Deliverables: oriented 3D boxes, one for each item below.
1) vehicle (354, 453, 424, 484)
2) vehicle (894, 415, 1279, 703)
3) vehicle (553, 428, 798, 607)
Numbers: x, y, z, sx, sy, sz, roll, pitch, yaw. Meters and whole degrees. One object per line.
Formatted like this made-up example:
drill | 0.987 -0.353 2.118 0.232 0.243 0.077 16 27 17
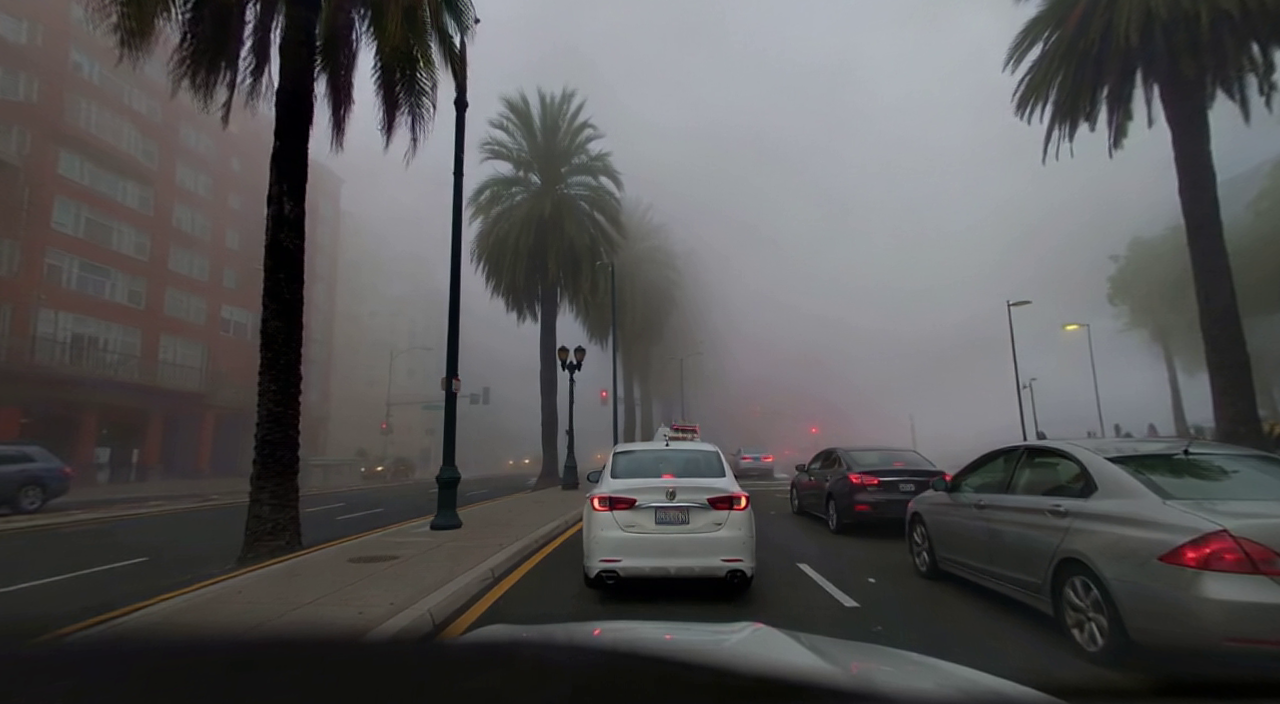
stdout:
vehicle | -14.154 6.564 35.861 1.801 1.563 4.015 -2 -9 9
vehicle | 3.638 1.297 4.572 1.913 1.469 4.425 -1 -9 3
vehicle | 0.333 1.695 7.286 2.078 1.503 3.681 0 -9 1
